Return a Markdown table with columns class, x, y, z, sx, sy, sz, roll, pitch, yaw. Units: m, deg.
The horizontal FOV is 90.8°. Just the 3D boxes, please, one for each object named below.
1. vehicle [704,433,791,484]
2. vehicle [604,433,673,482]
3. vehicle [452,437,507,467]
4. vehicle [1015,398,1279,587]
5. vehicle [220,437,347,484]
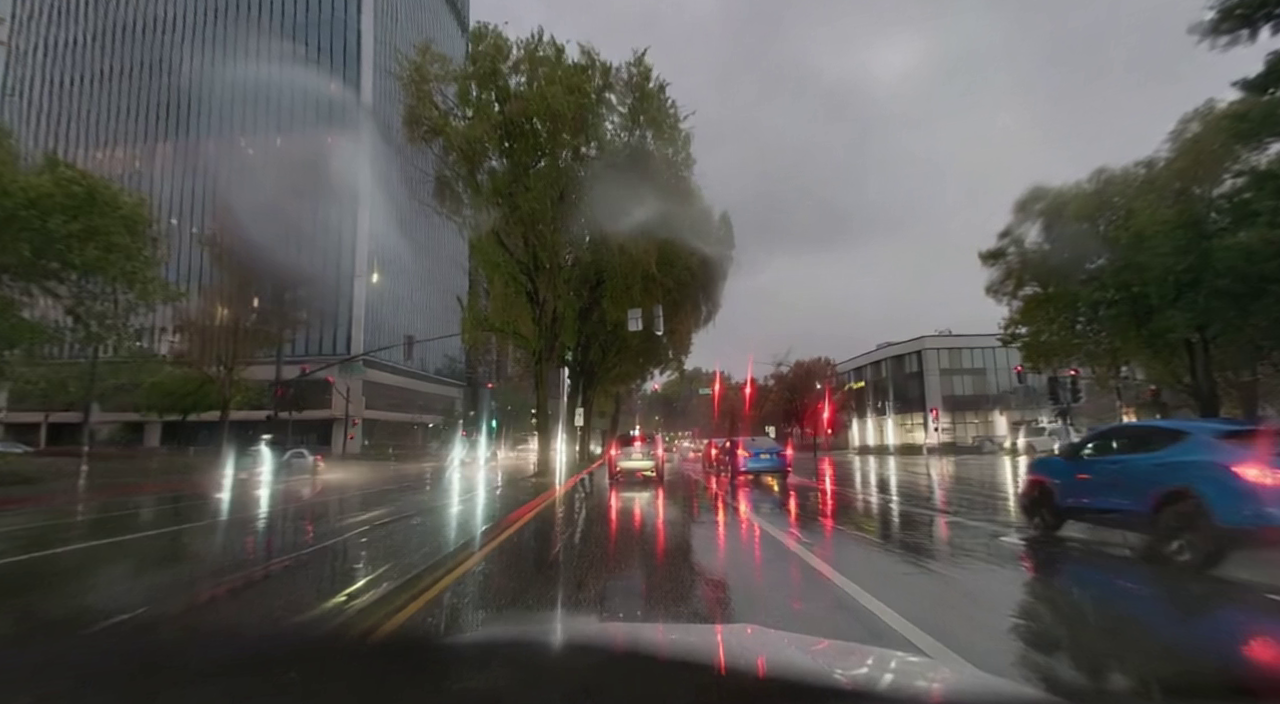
| class | x | y | z | sx | sy | sz | roll | pitch | yaw |
| --- | --- | --- | --- | --- | --- | --- | --- | --- | --- |
| vehicle | 3.454 | 3.530 | 21.195 | 2.018 | 1.491 | 4.544 | 0 | -9 | -1 |
| vehicle | -0.071 | 3.502 | 21.168 | 2.087 | 1.468 | 4.014 | 0 | -9 | -1 |
| vehicle | -8.699 | 5.461 | 34.606 | 1.965 | 1.530 | 3.883 | 0 | -9 | 0 |
| vehicle | 7.167 | 1.608 | 7.759 | 2.177 | 1.774 | 4.743 | 0 | -9 | 0 |
| vehicle | -12.794 | 3.919 | 23.056 | 1.930 | 1.529 | 4.303 | 0 | -9 | 3 |
